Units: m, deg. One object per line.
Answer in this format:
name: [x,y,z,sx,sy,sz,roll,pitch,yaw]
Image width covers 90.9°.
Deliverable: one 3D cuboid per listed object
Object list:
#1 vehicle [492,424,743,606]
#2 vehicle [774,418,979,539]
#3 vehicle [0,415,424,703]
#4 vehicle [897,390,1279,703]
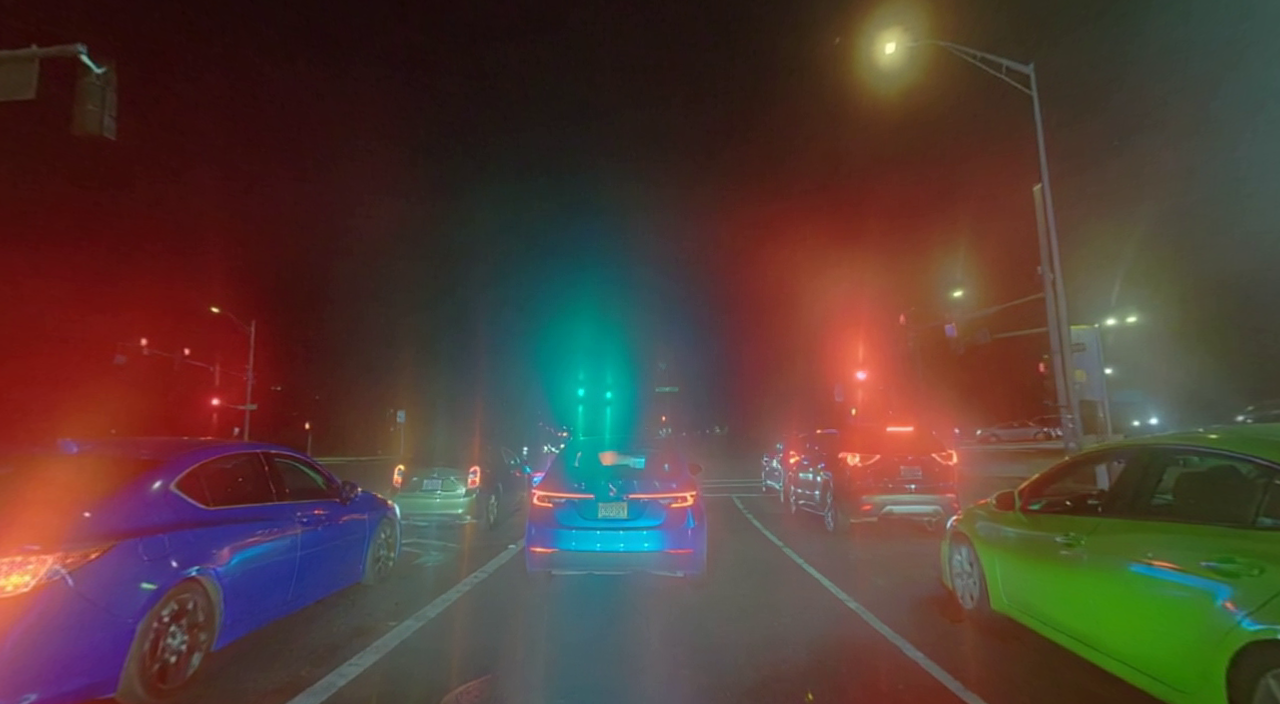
vehicle: [-0.170,1.637,7.234,2.059,1.477,3.988,0,-8,0]
vehicle: [3.777,2.091,11.007,2.007,1.683,4.171,0,-8,1]
vehicle: [-3.403,1.307,4.749,1.980,1.454,4.226,0,-8,1]
vehicle: [3.444,1.107,3.789,1.981,1.499,4.536,-1,-8,2]
